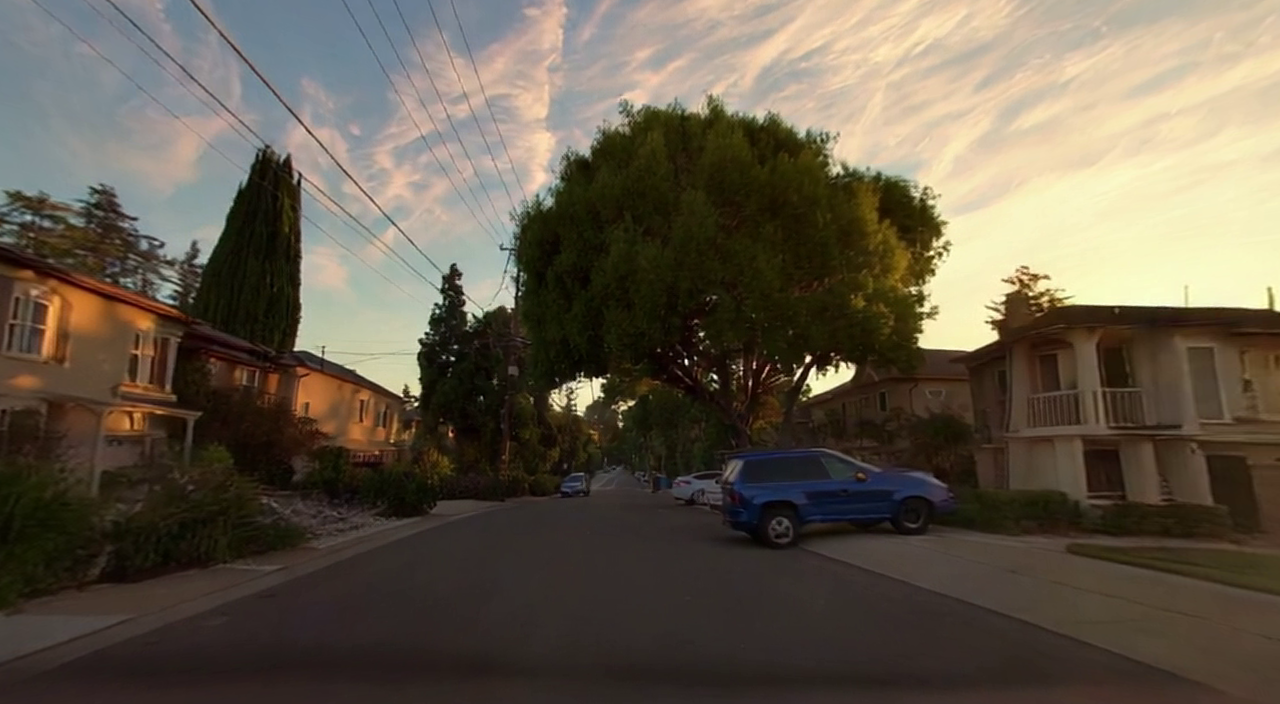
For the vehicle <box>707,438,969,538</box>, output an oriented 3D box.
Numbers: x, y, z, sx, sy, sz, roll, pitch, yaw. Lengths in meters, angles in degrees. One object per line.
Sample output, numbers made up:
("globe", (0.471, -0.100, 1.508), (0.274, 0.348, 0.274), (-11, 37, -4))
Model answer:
("vehicle", (3.678, 2.564, 12.287), (4.413, 1.728, 1.869), (1, -9, -5))
